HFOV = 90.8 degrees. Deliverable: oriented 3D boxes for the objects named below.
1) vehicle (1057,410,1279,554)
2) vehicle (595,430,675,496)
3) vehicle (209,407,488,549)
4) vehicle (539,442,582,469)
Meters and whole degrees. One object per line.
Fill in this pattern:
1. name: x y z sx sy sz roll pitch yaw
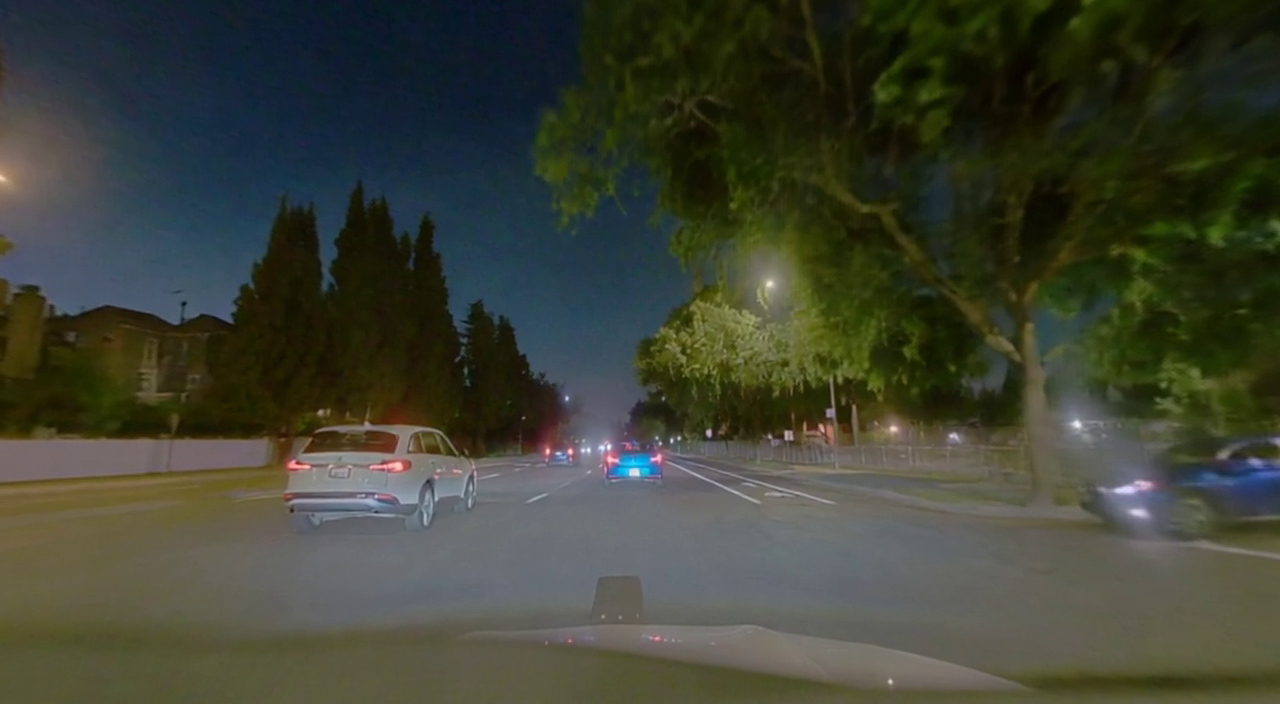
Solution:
1. vehicle: 8.781 1.734 8.783 4.497 1.743 1.983 0 -8 0
2. vehicle: -0.179 3.300 19.164 2.131 1.761 4.242 0 -8 -1
3. vehicle: -4.135 1.888 10.109 2.243 1.722 4.621 0 -8 0
4. vehicle: -4.681 6.173 37.833 2.014 1.493 4.658 0 -8 -1
